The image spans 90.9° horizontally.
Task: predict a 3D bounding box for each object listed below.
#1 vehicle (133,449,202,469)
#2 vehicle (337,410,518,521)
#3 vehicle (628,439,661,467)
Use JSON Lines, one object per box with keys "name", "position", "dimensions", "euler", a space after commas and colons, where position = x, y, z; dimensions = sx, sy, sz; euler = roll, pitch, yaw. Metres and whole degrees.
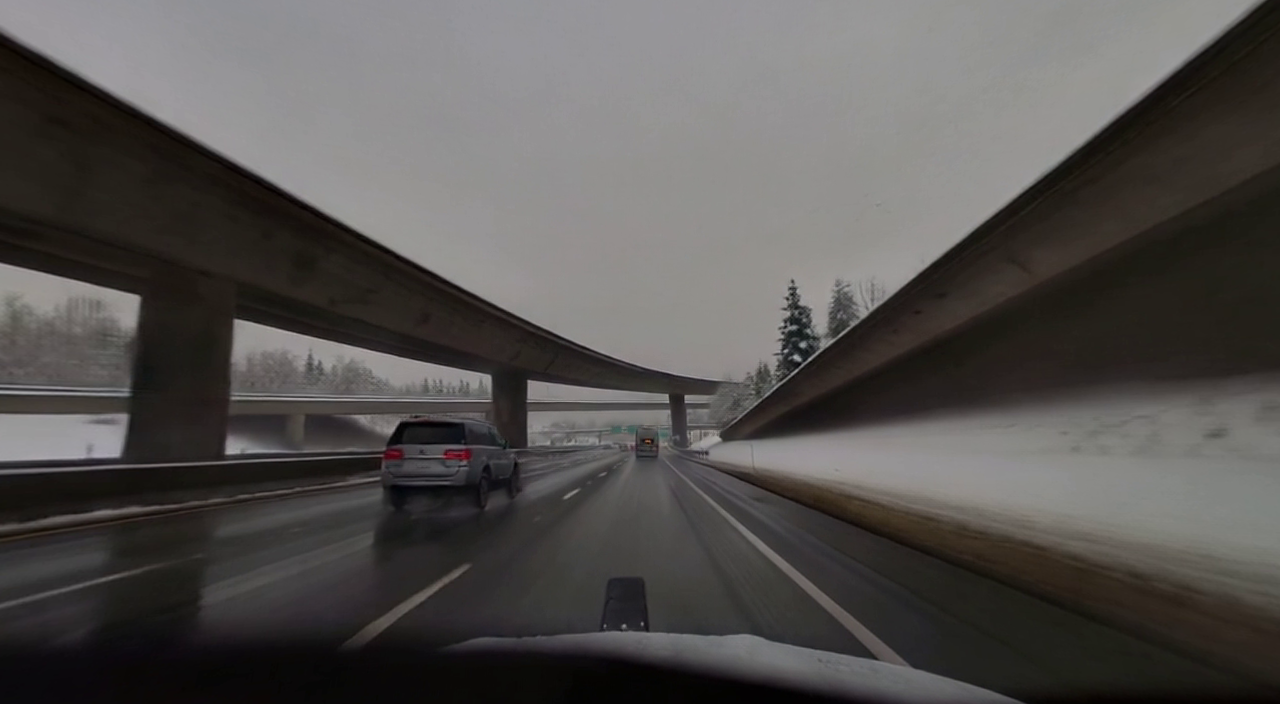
{"name": "vehicle", "position": [-36.360, 8.236, 48.662], "dimensions": [1.877, 1.461, 4.378], "euler": [0, -9, 0]}
{"name": "vehicle", "position": [-4.188, 2.344, 13.501], "dimensions": [2.147, 1.918, 4.834], "euler": [0, -9, 1]}
{"name": "vehicle", "position": [0.280, 6.558, 40.913], "dimensions": [2.052, 1.711, 4.223], "euler": [0, -9, 0]}
